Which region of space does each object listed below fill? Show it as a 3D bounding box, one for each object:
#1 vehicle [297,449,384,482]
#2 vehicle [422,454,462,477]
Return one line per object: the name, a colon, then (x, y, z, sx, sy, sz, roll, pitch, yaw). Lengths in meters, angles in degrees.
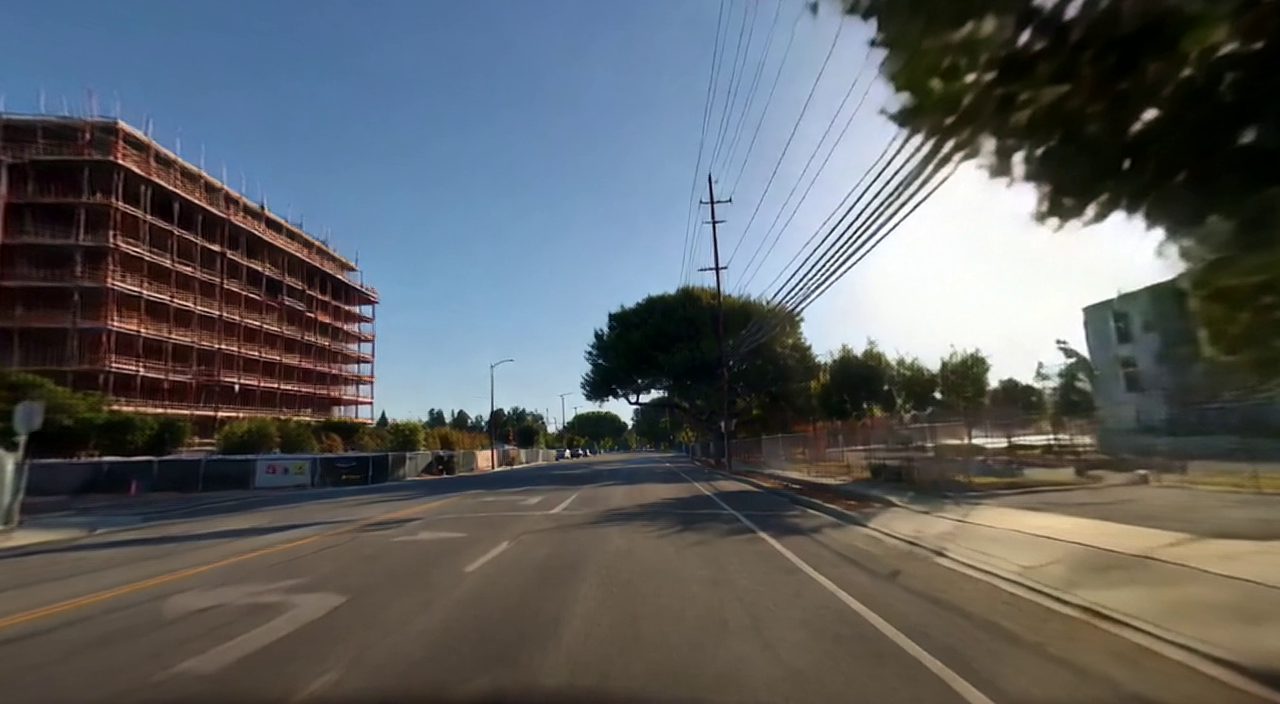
vehicle: (-20.091, 7.634, 42.426, 4.712, 1.927, 2.237, -3, -10, 0)
vehicle: (-15.423, 8.744, 48.931, 2.002, 1.683, 4.664, 5, -11, -28)
